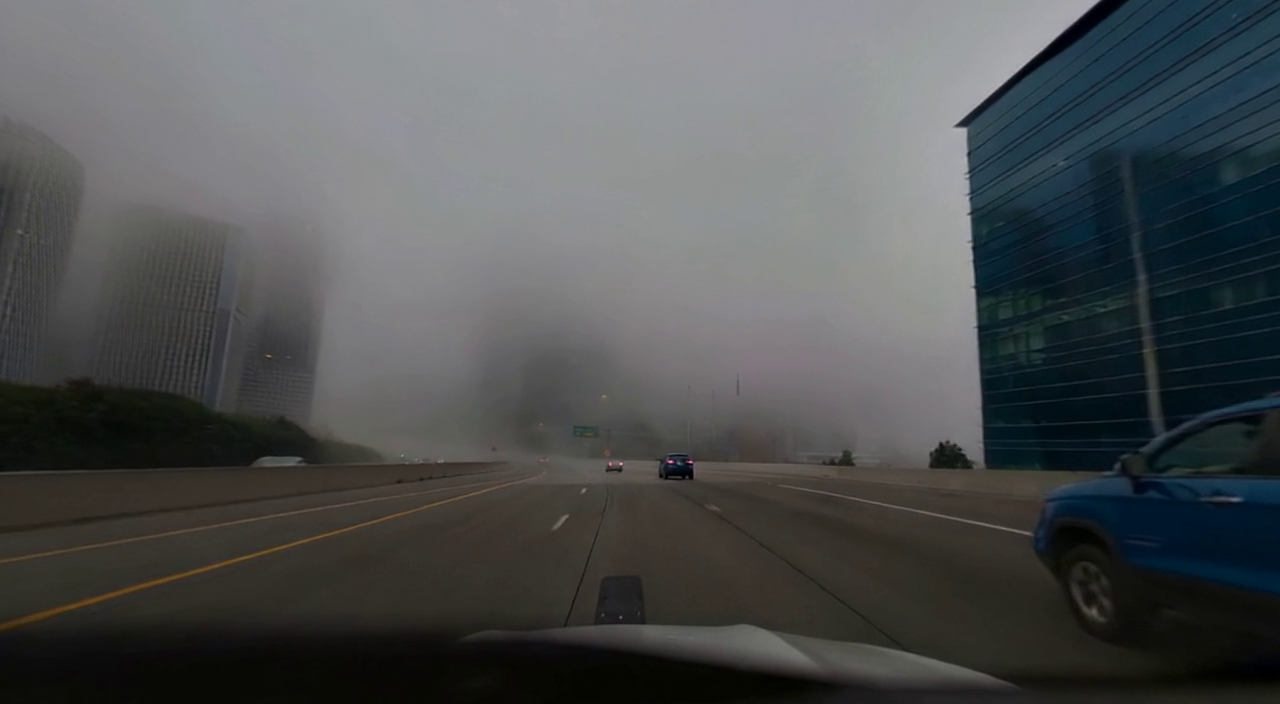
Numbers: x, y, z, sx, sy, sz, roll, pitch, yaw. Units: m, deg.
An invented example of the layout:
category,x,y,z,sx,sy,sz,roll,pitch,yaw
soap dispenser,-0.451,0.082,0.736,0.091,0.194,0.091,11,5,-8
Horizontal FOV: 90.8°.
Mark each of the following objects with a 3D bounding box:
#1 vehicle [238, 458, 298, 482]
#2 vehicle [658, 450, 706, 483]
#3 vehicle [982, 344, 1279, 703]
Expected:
category,x,y,z,sx,sy,sz,roll,pitch,yaw
vehicle,-27.370,8.668,46.664,1.985,1.598,4.576,0,-9,-4
vehicle,2.395,6.727,37.556,2.110,1.780,4.682,0,-9,-5
vehicle,4.162,0.922,3.313,2.182,1.826,4.392,0,-8,-1
